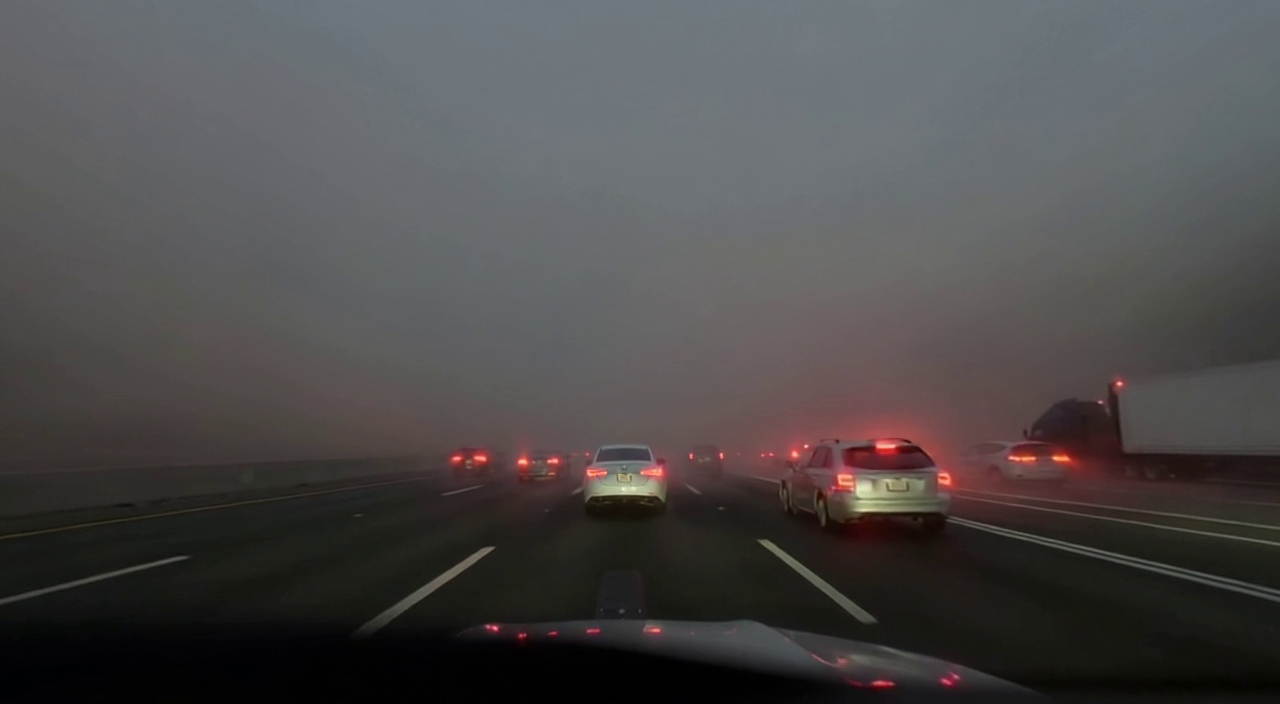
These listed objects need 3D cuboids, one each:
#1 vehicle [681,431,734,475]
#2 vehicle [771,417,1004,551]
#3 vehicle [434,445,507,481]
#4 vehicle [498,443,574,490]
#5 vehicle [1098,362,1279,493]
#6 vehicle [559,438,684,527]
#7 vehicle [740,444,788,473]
[{"bbox_3d":[3.765,5.798,36.306,2.440,2.313,5.266,0,-9,0],"label":"vehicle"},{"bbox_3d":[3.564,1.991,10.082,2.053,1.666,4.106,0,-9,0],"label":"vehicle"},{"bbox_3d":[-7.837,5.171,29.635,2.032,1.549,4.850,0,-9,1],"label":"vehicle"},{"bbox_3d":[-3.653,4.114,22.964,1.926,1.542,4.329,0,-9,1],"label":"vehicle"},{"bbox_3d":[21.381,2.561,20.909,2.970,4.079,10.086,3,-9,-14],"label":"vehicle"},{"bbox_3d":[-0.280,2.551,12.862,2.132,1.499,4.038,0,-9,1],"label":"vehicle"},{"bbox_3d":[7.545,6.480,38.658,2.055,1.650,4.241,0,-9,-1],"label":"vehicle"}]
